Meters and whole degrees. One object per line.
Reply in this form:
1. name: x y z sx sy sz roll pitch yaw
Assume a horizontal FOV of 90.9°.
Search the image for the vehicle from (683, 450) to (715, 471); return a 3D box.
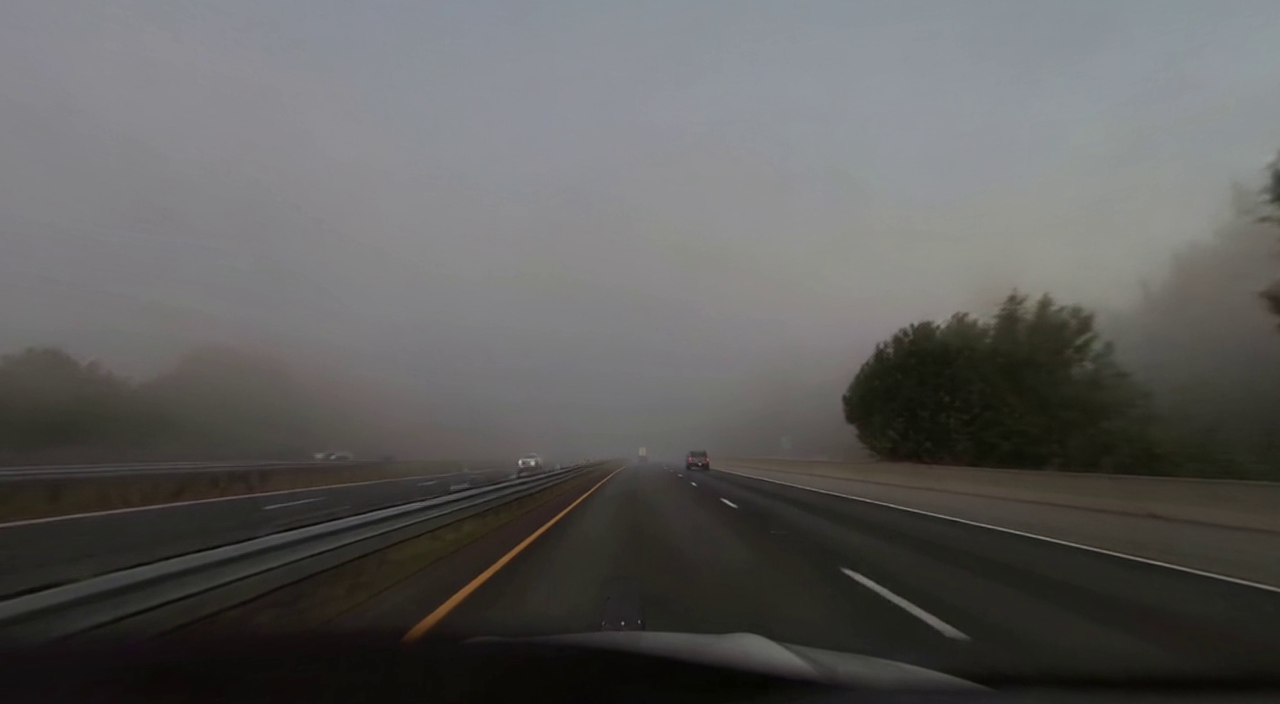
1. vehicle: 4.471 8.313 48.499 1.984 1.481 4.376 0 -9 0
